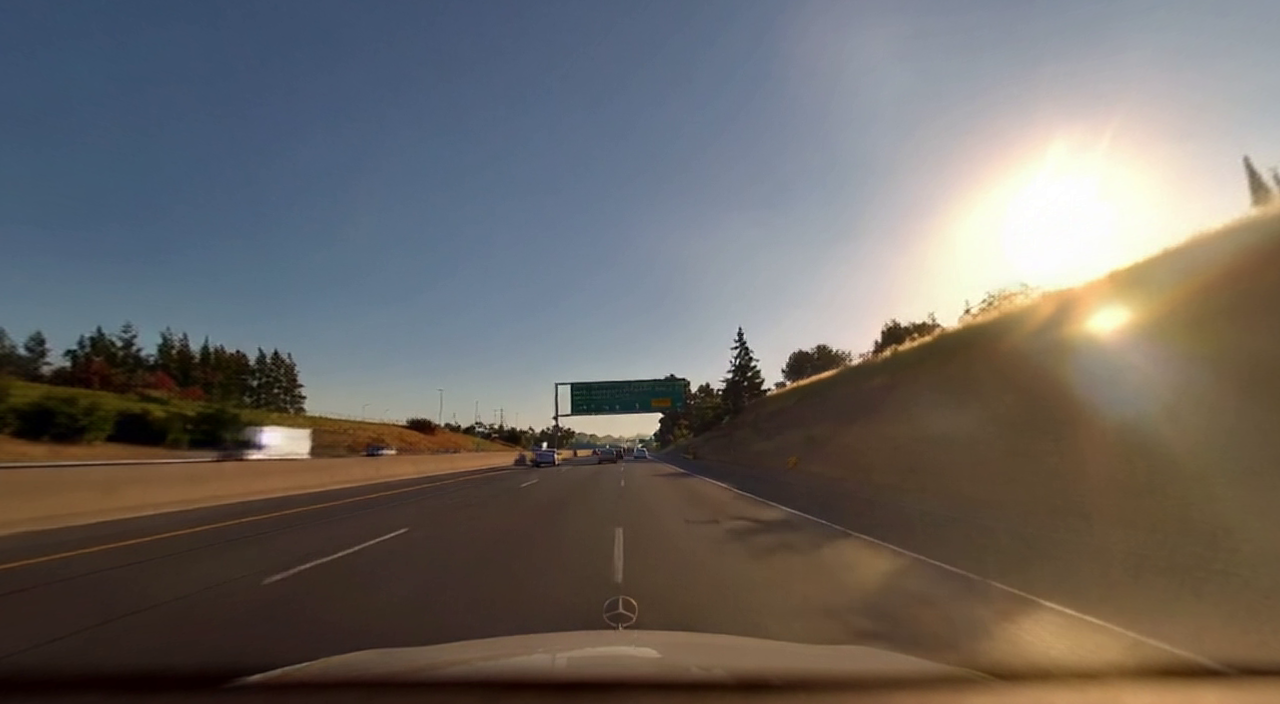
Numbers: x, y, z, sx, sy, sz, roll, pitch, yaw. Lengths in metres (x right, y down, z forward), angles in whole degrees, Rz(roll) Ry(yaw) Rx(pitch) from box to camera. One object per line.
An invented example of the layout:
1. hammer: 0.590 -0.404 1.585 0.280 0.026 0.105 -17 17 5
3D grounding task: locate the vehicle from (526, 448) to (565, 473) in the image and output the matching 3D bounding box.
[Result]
1. vehicle: -6.350 7.321 42.529 2.028 1.563 4.734 0 -9 -1

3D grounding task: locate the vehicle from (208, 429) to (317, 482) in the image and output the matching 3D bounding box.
1. vehicle: -20.146 5.555 33.884 2.319 2.572 5.944 0 -9 -2
